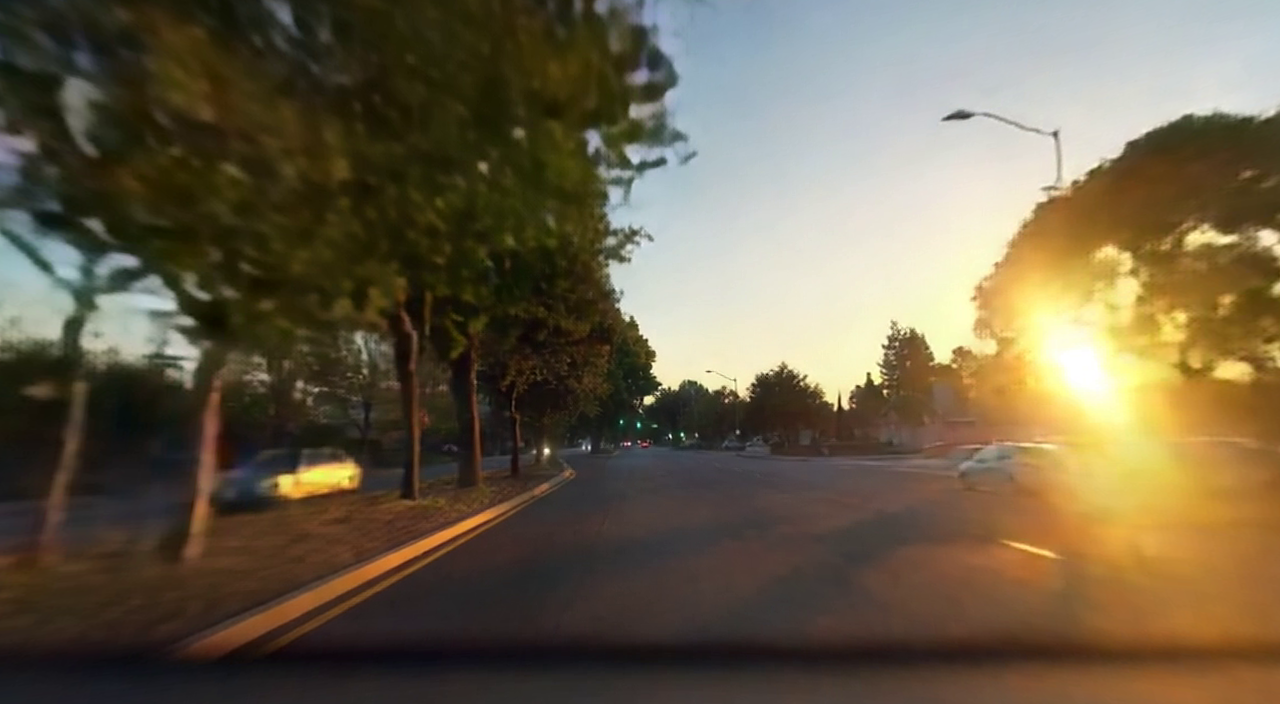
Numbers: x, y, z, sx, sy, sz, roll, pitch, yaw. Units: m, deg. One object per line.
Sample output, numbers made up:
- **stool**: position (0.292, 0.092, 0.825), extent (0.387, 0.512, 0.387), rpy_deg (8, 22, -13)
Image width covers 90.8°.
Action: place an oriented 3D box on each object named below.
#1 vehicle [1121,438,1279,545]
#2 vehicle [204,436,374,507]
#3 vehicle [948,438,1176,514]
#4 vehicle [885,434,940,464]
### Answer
- **vehicle**: position (9.736, 1.963, 9.036), extent (1.930, 1.453, 4.665), rpy_deg (0, -9, -1)
- **vehicle**: position (-10.119, 3.463, 18.843), extent (2.108, 1.794, 4.995), rpy_deg (0, -8, 1)
- **vehicle**: position (9.558, 2.818, 14.928), extent (1.898, 1.477, 4.695), rpy_deg (0, -9, -4)
- **vehicle**: position (17.059, 6.111, 39.663), extent (2.630, 1.808, 1.657), rpy_deg (-1, -8, 3)
